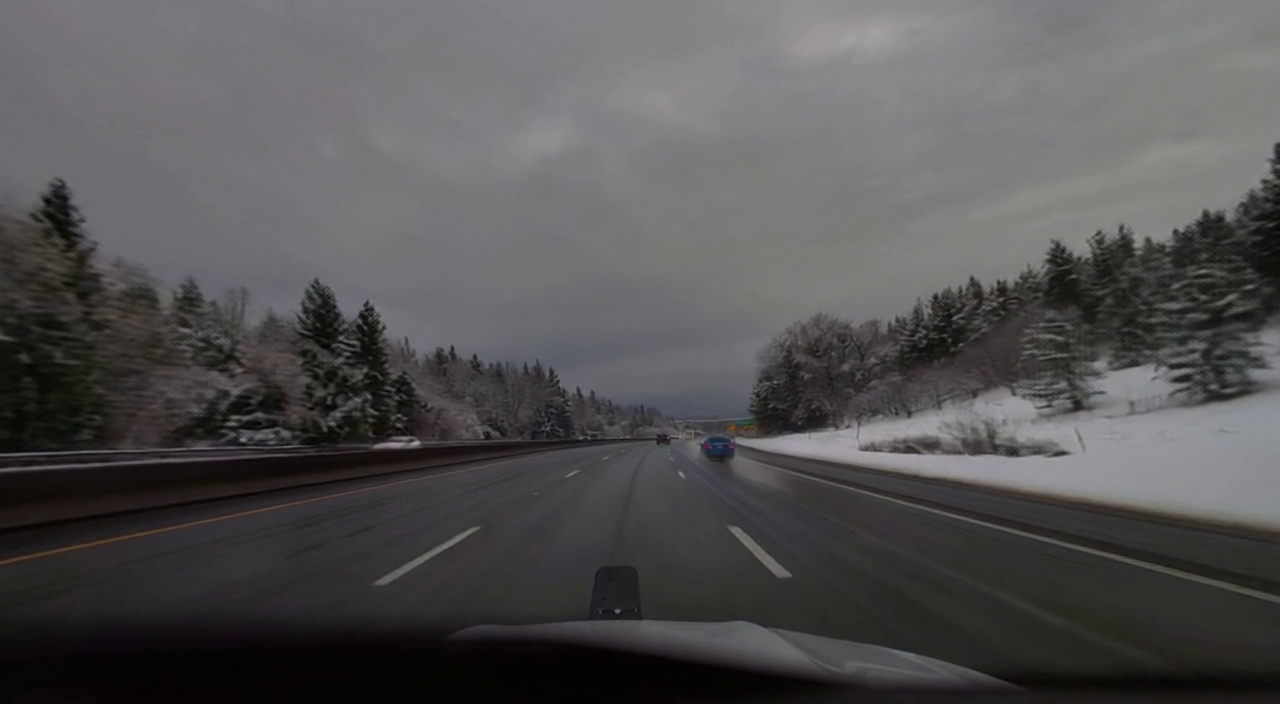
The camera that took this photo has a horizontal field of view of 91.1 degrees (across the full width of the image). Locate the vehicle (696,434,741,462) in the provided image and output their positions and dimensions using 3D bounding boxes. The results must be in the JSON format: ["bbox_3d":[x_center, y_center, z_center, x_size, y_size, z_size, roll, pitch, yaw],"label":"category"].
[{"bbox_3d":[4.322,5.340,35.248,1.982,1.452,4.294,0,-8,0],"label":"vehicle"}]

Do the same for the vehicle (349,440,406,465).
[{"bbox_3d":[-16.378,6.252,39.368,1.815,1.421,3.766,0,-8,2],"label":"vehicle"}]
